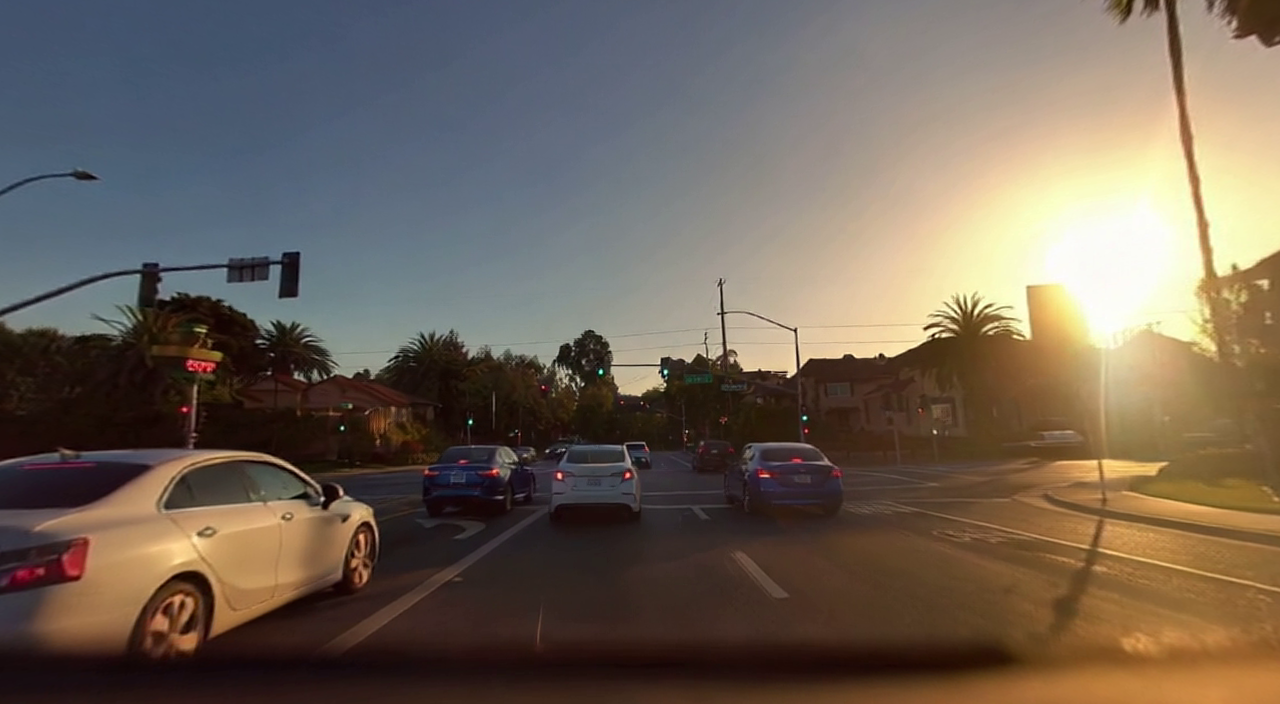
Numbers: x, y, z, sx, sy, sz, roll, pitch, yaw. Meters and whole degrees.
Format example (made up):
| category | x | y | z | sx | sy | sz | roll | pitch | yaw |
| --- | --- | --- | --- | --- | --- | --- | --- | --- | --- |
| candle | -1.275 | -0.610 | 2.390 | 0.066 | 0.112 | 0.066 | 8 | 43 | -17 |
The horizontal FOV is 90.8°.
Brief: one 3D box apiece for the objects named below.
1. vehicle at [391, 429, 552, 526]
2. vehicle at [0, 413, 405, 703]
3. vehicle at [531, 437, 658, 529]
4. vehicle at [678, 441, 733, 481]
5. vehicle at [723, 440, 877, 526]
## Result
| category | x | y | z | sx | sy | sz | roll | pitch | yaw |
| --- | --- | --- | --- | --- | --- | --- | --- | --- | --- |
| vehicle | -3.339 | 2.586 | 13.601 | 2.024 | 1.701 | 4.572 | -1 | -8 | 2 |
| vehicle | -3.669 | 1.319 | 4.747 | 2.058 | 1.474 | 4.473 | 0 | -8 | 0 |
| vehicle | -0.738 | 2.478 | 12.501 | 2.104 | 1.500 | 3.815 | 0 | -8 | 1 |
| vehicle | 2.858 | 4.839 | 28.395 | 1.956 | 1.615 | 4.205 | 0 | -8 | -1 |
| vehicle | 3.059 | 2.586 | 13.136 | 2.014 | 1.464 | 4.312 | 0 | -8 | -1 |
